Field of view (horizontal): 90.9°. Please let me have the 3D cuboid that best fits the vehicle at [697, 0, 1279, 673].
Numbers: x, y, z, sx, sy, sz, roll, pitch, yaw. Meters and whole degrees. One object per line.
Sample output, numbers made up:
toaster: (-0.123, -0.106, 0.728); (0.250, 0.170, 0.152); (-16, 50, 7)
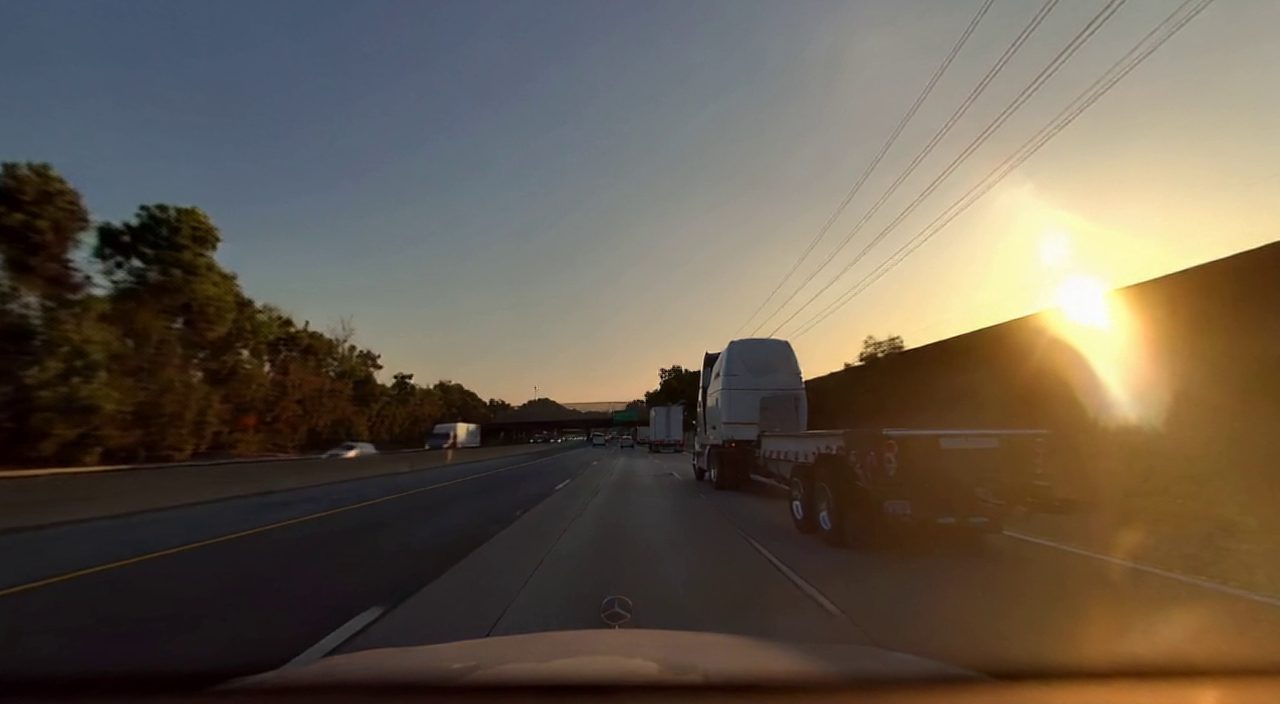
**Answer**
vehicle: (3.325, 0.674, 10.752); (2.905, 4.080, 14.157); (0, -8, -2)
